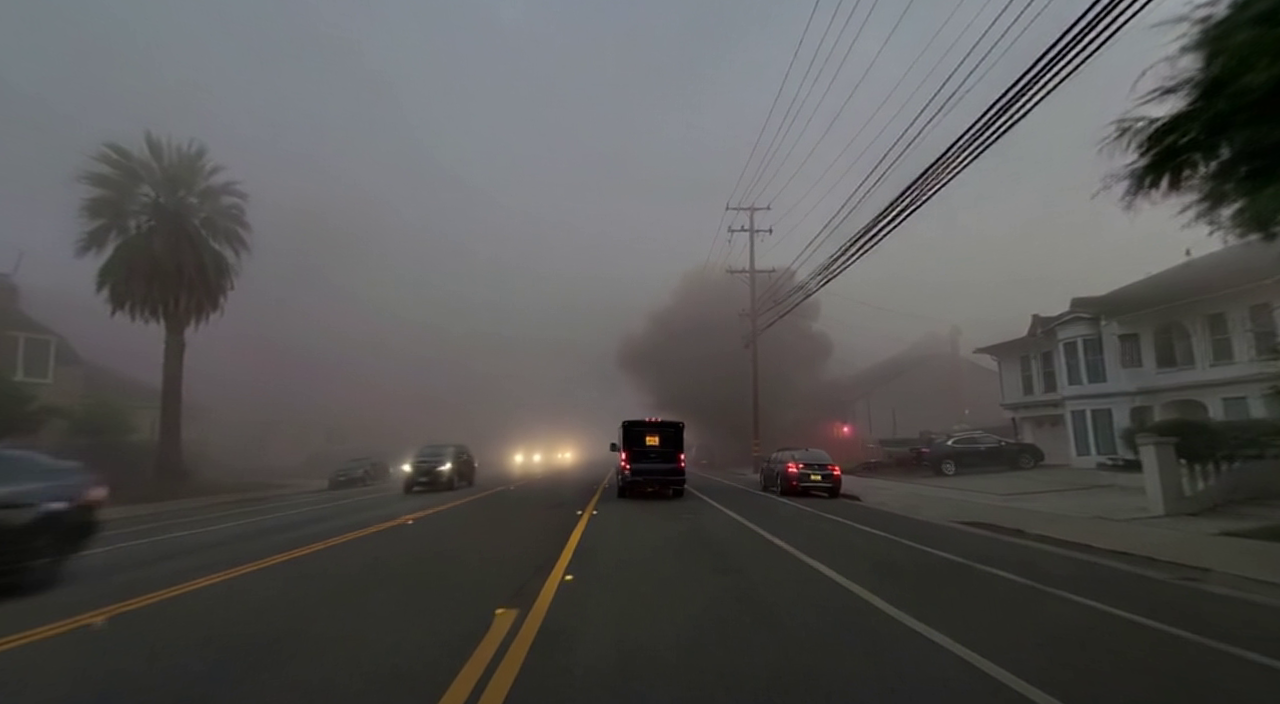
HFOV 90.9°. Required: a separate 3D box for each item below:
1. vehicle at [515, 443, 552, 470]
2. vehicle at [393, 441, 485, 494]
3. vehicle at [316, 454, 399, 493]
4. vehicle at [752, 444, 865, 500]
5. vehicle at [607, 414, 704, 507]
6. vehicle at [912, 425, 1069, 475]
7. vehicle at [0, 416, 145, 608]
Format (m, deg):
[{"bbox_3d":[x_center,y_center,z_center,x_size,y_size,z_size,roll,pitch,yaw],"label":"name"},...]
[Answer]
[{"bbox_3d":[-7.454,7.333,44.396,1.993,1.737,4.353,0,-8,-2],"label":"vehicle"},{"bbox_3d":[-6.933,3.986,22.243,1.965,1.653,4.251,0,-8,-2],"label":"vehicle"},{"bbox_3d":[-12.967,5.574,29.243,2.004,1.441,4.572,-3,-8,-3],"label":"vehicle"},{"bbox_3d":[4.831,3.482,18.782,2.022,1.456,4.246,0,-8,-3],"label":"vehicle"},{"bbox_3d":[0.231,2.765,16.458,2.168,2.040,4.527,0,-8,-3],"label":"vehicle"},{"bbox_3d":[13.677,3.813,24.840,4.749,1.699,2.311,-2,-6,0],"label":"vehicle"},{"bbox_3d":[-6.706,1.357,5.058,1.948,1.706,4.407,0,-8,-2],"label":"vehicle"}]
